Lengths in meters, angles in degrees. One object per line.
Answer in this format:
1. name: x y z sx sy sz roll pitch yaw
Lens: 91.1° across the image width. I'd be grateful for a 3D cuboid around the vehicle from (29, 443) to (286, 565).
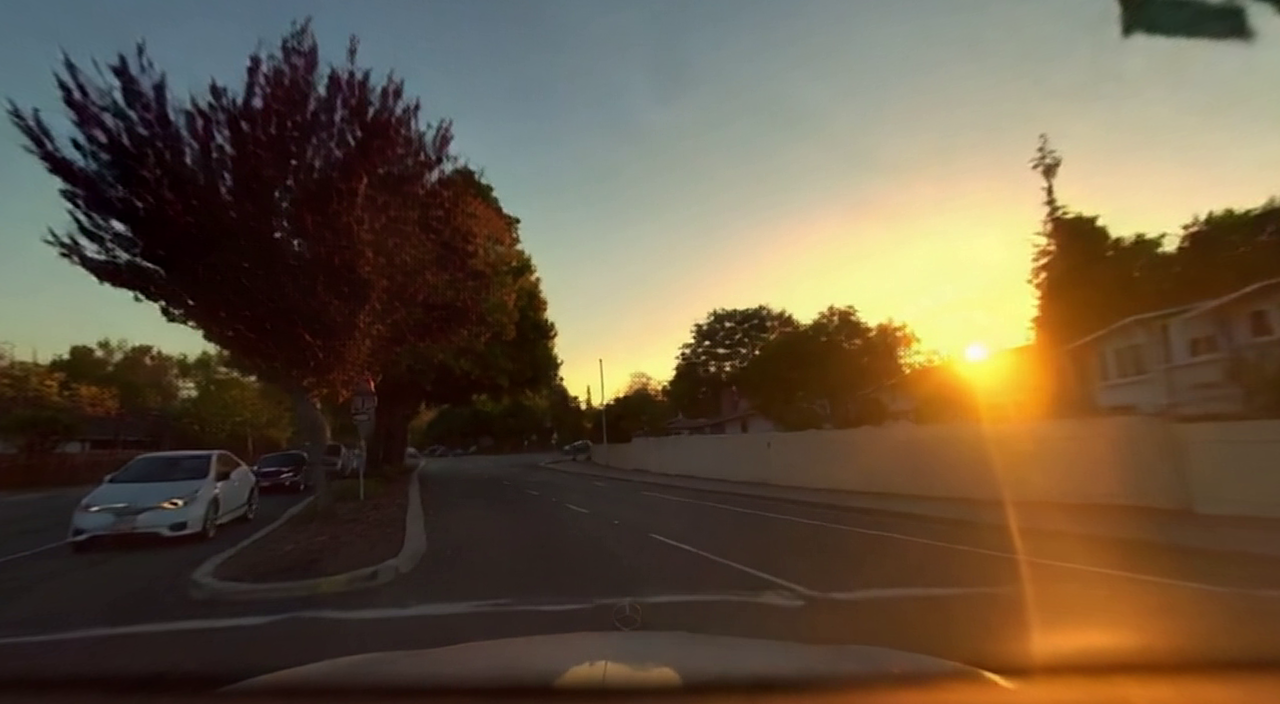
1. vehicle: -7.461 2.267 10.400 1.912 1.464 4.652 3 -8 -19
